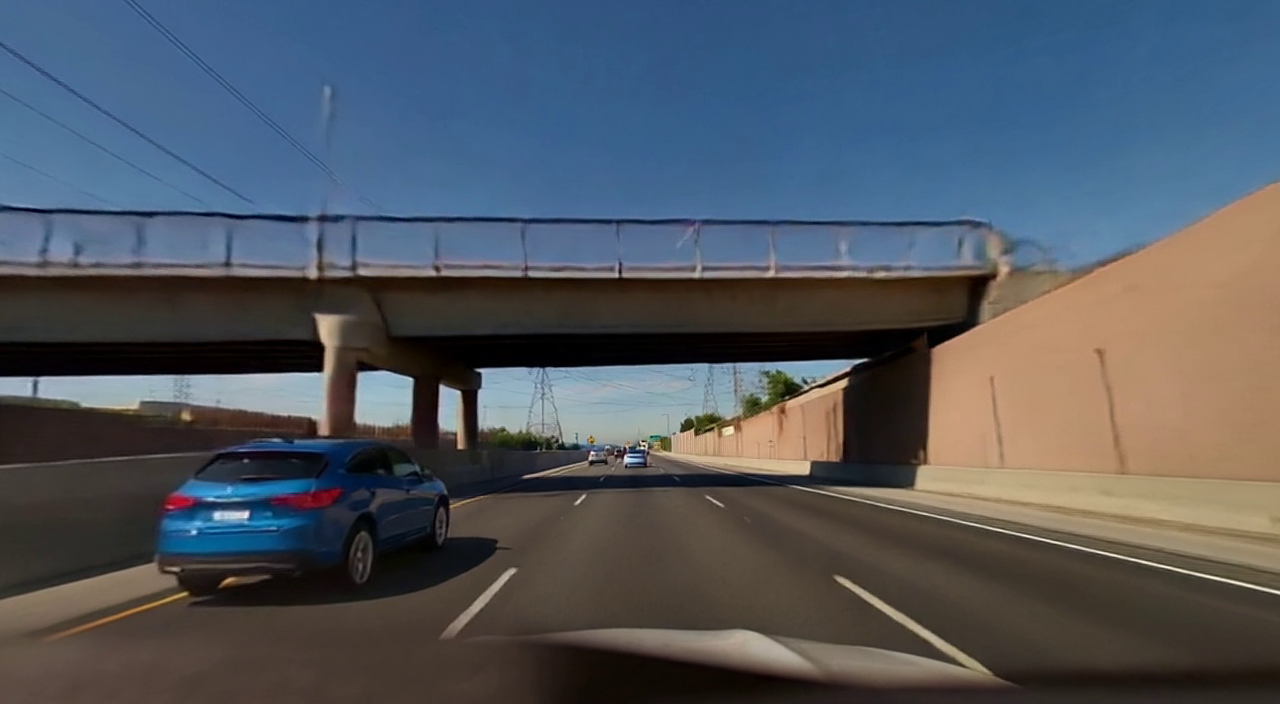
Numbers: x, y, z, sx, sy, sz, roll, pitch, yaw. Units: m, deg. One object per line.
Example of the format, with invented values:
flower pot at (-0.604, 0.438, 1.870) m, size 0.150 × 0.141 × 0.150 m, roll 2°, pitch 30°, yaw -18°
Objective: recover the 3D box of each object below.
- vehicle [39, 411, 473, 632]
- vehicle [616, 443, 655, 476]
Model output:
vehicle at (-3.272, 1.514, 6.518) m, size 1.987 × 1.548 × 3.981 m, roll 0°, pitch -9°, yaw -1°
vehicle at (-0.252, 5.765, 33.722) m, size 2.004 × 1.615 × 4.113 m, roll 0°, pitch -9°, yaw -1°
